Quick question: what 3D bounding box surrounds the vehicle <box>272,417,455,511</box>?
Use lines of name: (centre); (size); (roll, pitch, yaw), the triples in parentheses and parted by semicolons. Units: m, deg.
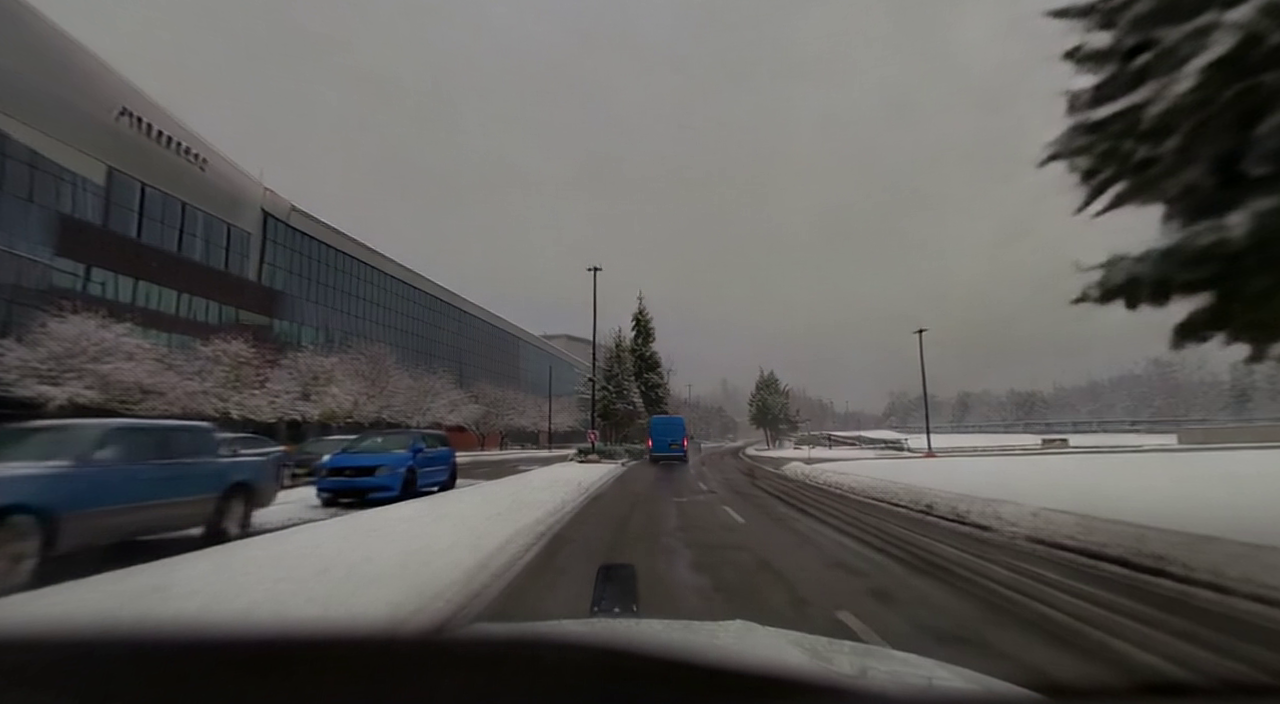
vehicle: (-5.562, 2.337, 13.397); (1.935, 1.633, 4.247); (-1, -9, 0)

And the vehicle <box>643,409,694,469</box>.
vehicle: (1.590, 4.526, 32.887); (2.435, 2.816, 5.232); (0, -8, 5)

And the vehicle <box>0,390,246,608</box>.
vehicle: (-5.682, 1.260, 5.682); (1.893, 1.587, 3.595); (0, -9, 0)
